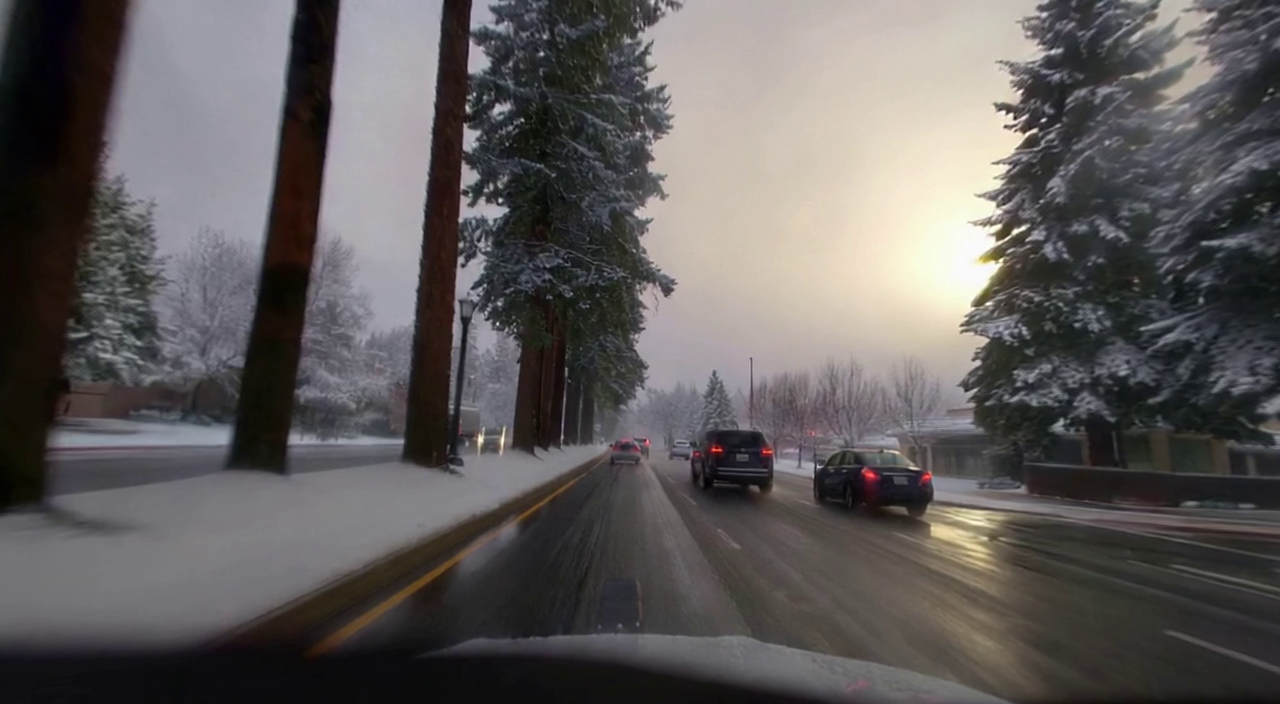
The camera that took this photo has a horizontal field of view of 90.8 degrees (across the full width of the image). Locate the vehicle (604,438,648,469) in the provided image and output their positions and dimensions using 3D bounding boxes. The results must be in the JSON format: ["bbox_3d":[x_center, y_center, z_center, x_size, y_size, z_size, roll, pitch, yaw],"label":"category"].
[{"bbox_3d":[-0.700,5.107,31.983,2.119,1.460,3.847,0,-8,-1],"label":"vehicle"}]

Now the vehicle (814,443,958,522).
[{"bbox_3d":[6.259,3.312,16.687,1.913,1.777,4.269,1,-8,-2],"label":"vehicle"}]

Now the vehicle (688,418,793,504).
[{"bbox_3d":[2.667,3.006,17.754,2.035,1.940,4.299,4,-9,-2],"label":"vehicle"}]

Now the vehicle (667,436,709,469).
[{"bbox_3d":[2.634,5.636,35.435,1.922,1.708,4.126,0,-8,-2],"label":"vehicle"}]

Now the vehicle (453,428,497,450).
[{"bbox_3d":[-12.002,6.394,46.238,1.857,1.501,4.575,0,-9,1],"label":"vehicle"}]
